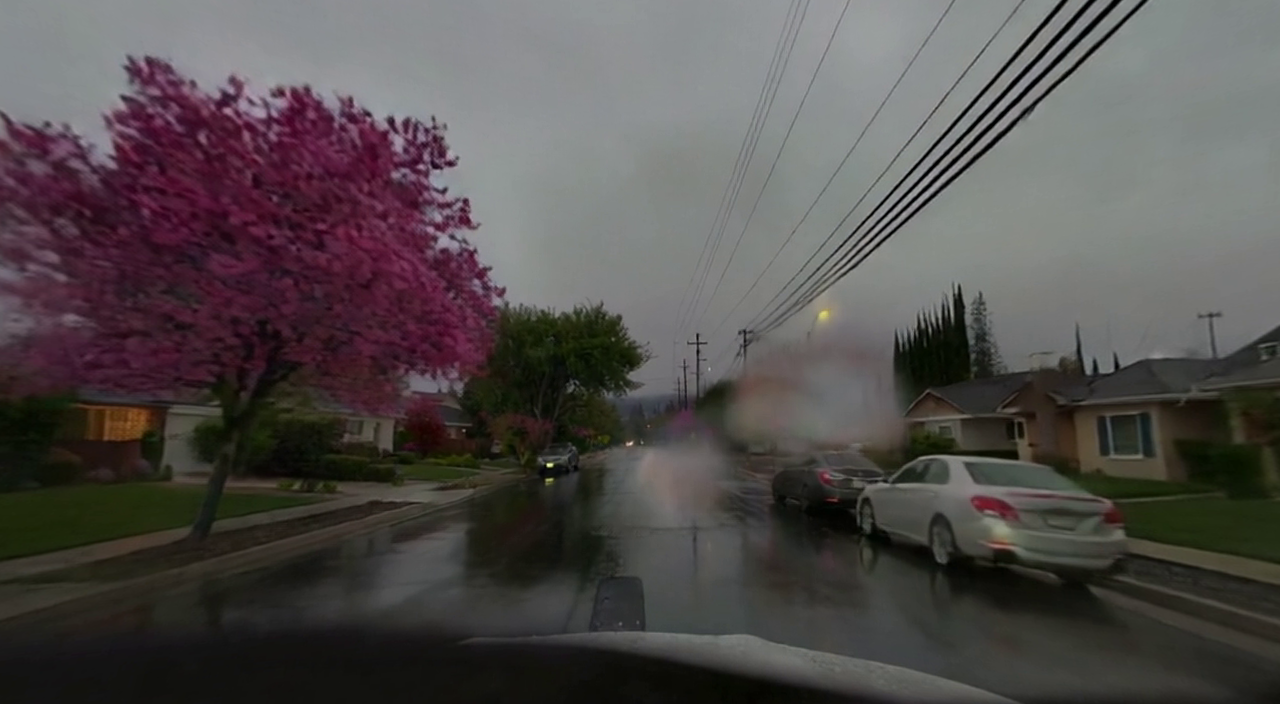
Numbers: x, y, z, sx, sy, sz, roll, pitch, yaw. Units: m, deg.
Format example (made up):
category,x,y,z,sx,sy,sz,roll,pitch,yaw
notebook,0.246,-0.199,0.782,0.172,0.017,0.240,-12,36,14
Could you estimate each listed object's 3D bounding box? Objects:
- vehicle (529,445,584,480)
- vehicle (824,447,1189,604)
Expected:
category,x,y,z,sx,sy,sz,roll,pitch,yaw
vehicle,-4.027,5.362,31.062,1.938,1.508,4.481,0,-7,2
vehicle,4.280,2.048,8.588,2.006,1.489,4.753,0,-8,-2
